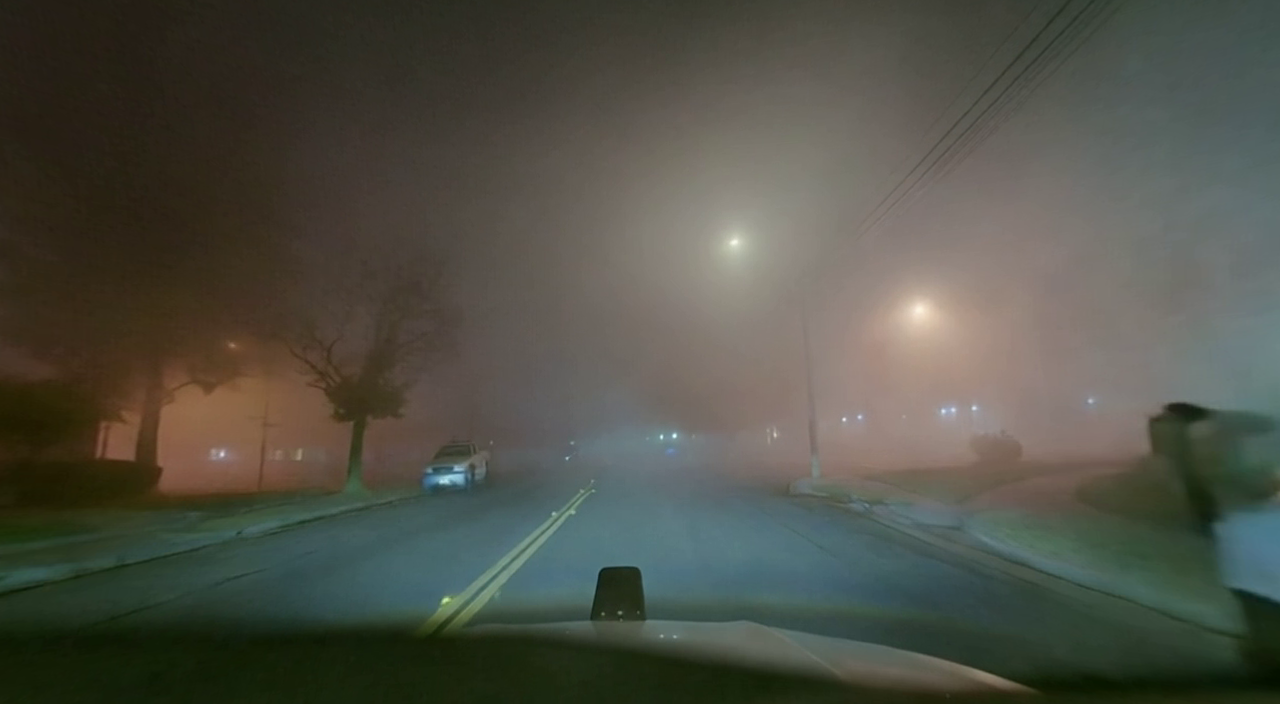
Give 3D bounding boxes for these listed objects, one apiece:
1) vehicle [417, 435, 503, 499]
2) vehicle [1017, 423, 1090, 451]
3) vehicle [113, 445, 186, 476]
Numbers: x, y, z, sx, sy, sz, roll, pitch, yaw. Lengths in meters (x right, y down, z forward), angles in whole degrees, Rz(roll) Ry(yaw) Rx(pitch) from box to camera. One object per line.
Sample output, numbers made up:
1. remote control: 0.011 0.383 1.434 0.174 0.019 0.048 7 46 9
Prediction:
1. vehicle: -6.046 3.829 21.708 2.087 1.835 4.445 -2 -7 -6
2. vehicle: 30.010 6.132 46.091 1.923 1.805 4.876 -2 -6 -1
3. vehicle: -35.917 7.949 46.433 1.821 1.691 4.510 -3 -4 0
